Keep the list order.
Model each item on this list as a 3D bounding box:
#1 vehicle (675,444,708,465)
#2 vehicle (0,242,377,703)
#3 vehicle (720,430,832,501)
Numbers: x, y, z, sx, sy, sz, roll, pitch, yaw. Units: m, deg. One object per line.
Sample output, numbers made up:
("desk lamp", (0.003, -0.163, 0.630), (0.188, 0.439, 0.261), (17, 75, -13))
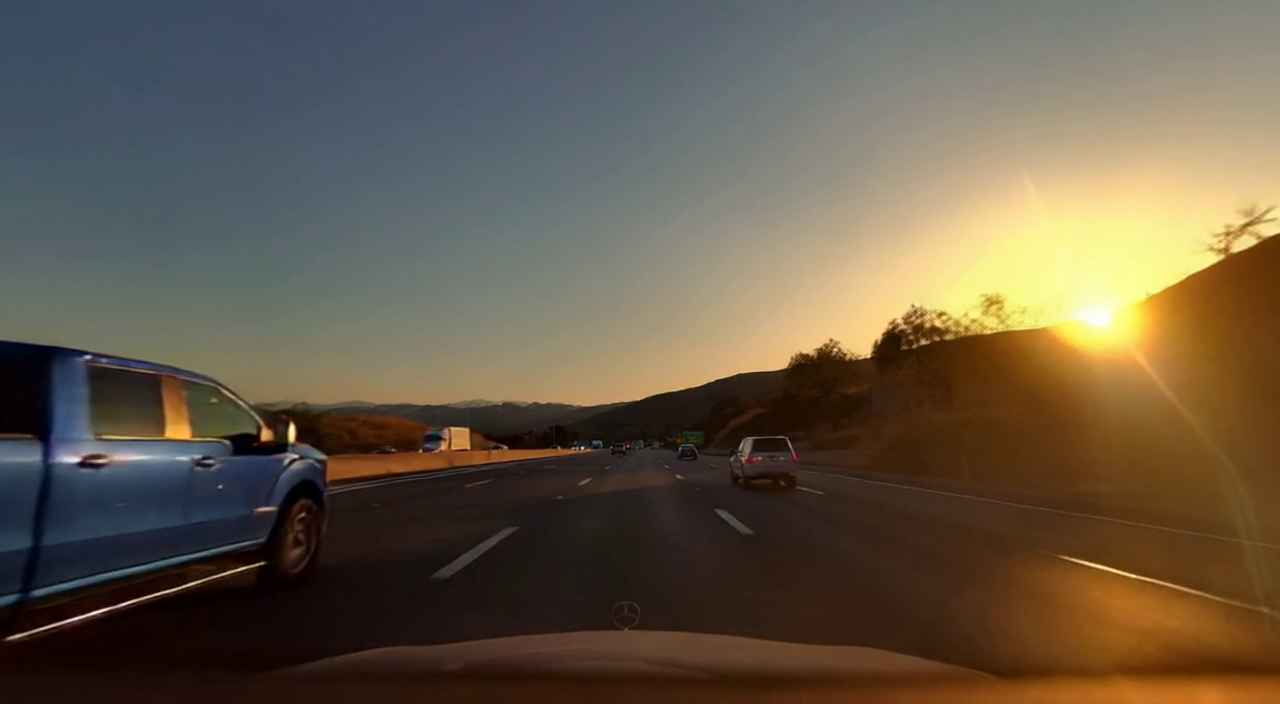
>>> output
("vehicle", (3.765, 7.540, 46.493), (2.047, 1.501, 4.237), (0, -9, 0))
("vehicle", (-4.000, 0.736, 3.356), (2.496, 2.203, 6.317), (0, -9, -1))
("vehicle", (3.514, 3.019, 17.119), (2.095, 1.668, 4.135), (0, -9, 0))
